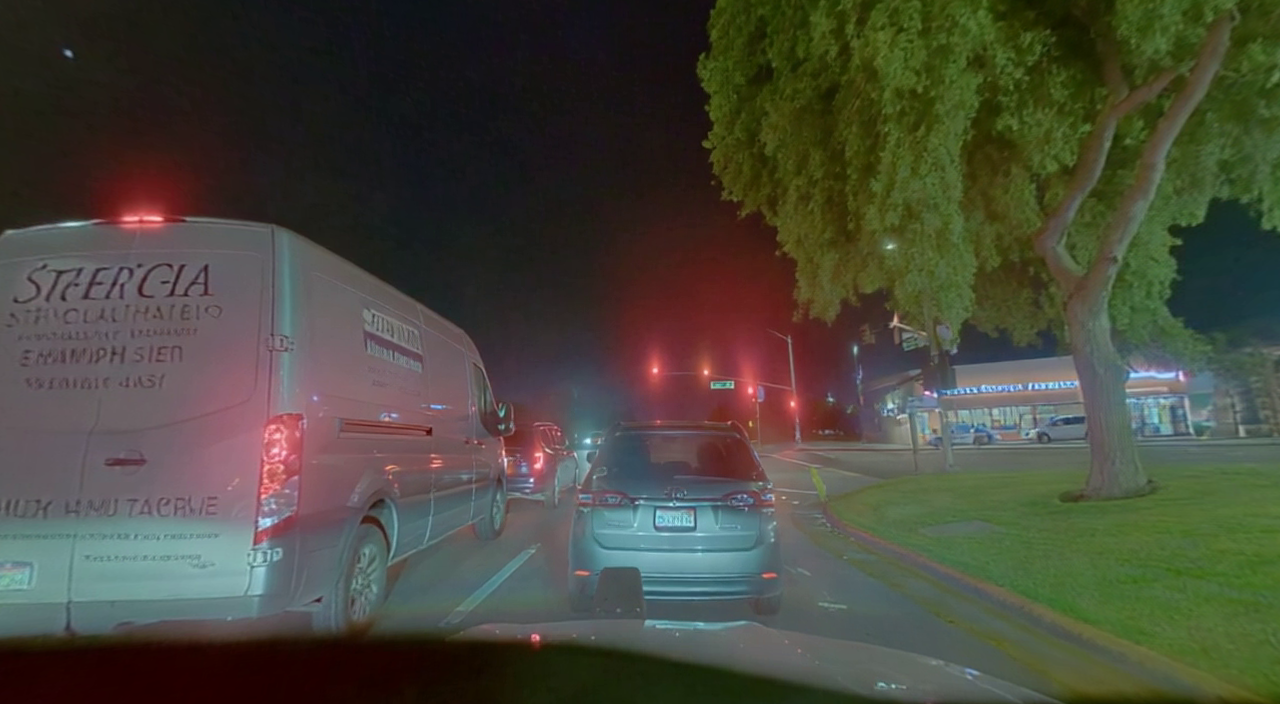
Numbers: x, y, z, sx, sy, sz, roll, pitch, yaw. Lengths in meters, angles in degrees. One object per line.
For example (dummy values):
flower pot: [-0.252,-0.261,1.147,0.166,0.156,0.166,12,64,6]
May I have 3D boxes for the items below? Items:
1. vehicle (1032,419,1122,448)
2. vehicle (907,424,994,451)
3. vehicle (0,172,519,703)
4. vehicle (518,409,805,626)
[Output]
vehicle: [32.002,6.027,46.154,5.084,2.041,2.360,2,-9,-9]
vehicle: [21.925,6.063,44.537,5.021,1.848,2.210,1,-9,-9]
vehicle: [-3.068,0.901,6.156,2.555,3.035,5.702,0,-8,0]
vehicle: [0.330,1.690,7.472,2.398,1.773,4.254,-1,-8,5]
